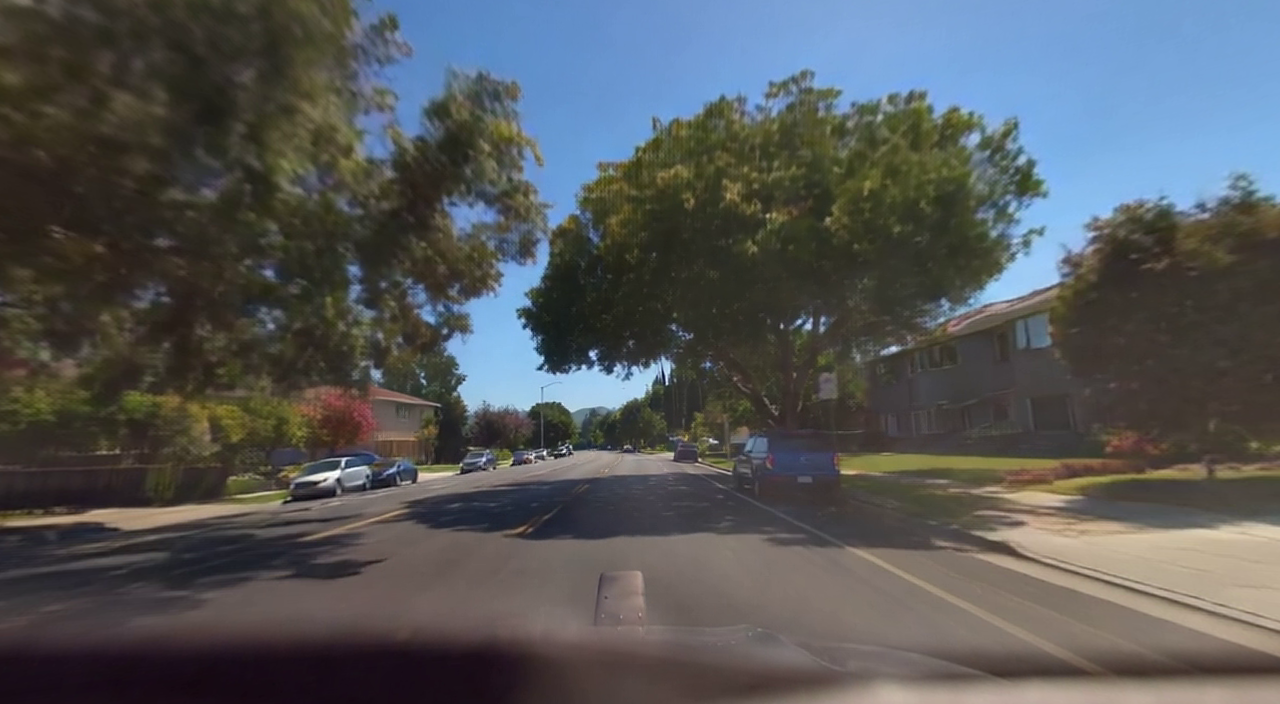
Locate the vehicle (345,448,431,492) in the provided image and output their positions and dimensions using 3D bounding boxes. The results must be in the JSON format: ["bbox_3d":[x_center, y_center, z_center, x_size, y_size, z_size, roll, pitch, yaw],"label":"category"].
[{"bbox_3d":[-11.108,5.188,28.267,1.981,1.790,4.682,0,-9,-2],"label":"vehicle"}]

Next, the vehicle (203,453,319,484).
[{"bbox_3d":[-19.387,5.956,32.480,4.569,1.498,2.072,0,-9,0],"label":"vehicle"}]

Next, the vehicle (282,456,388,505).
[{"bbox_3d":[-11.090,4.657,23.380,1.815,1.532,4.517,0,-9,-2],"label":"vehicle"}]

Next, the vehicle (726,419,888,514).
[{"bbox_3d":[3.837,2.793,15.981,2.319,1.938,5.961,0,-9,-2],"label":"vehicle"}]

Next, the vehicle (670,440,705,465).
[{"bbox_3d":[3.585,7.726,48.822,2.176,1.793,5.534,0,-9,-1],"label":"vehicle"}]

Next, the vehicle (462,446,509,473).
[{"bbox_3d":[-11.190,7.791,46.064,2.293,1.836,4.586,0,-8,-1],"label":"vehicle"}]
